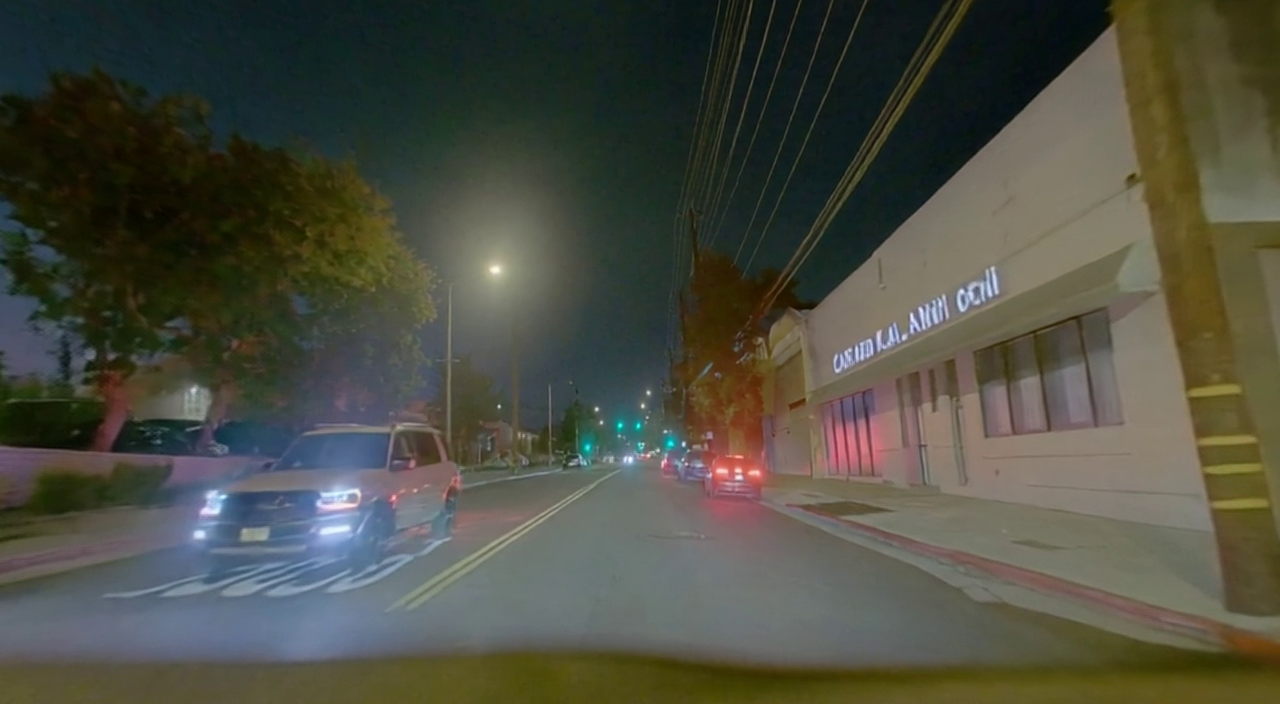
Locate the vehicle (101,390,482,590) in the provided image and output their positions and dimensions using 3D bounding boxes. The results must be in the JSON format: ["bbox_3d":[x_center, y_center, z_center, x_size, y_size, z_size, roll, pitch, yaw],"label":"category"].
[{"bbox_3d":[-4.073,1.723,8.770,2.495,1.966,4.846,0,-8,0],"label":"vehicle"}]

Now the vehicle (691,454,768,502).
[{"bbox_3d":[2.907,4.202,21.419,1.877,1.373,3.854,0,-8,-3],"label":"vehicle"}]

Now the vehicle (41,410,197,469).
[{"bbox_3d":[-24.405,4.189,30.026,2.288,2.514,5.886,0,-8,1],"label":"vehicle"}]
